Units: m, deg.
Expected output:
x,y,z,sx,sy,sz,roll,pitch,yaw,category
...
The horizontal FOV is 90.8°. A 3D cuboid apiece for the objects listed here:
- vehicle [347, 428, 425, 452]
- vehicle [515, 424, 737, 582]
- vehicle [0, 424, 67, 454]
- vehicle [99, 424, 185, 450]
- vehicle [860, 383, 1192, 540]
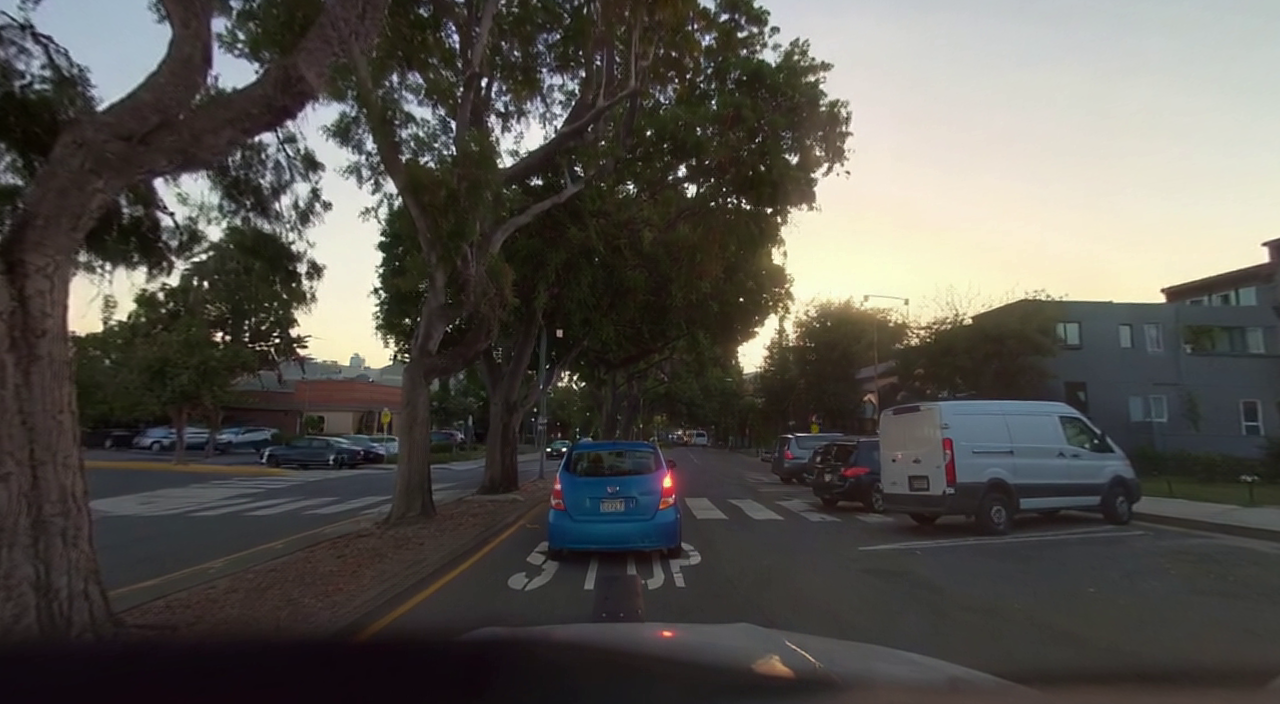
x,y,z,sx,sy,sz,roll,pitch,yaw,category
-18.453,6.428,46.065,4.892,1.679,1.927,1,-9,-6,vehicle
-0.194,1.746,8.220,2.065,1.450,4.522,0,-8,-2,vehicle
-31.832,4.367,31.672,4.168,1.458,1.904,0,-9,-2,vehicle
-31.804,5.455,40.411,3.915,1.574,1.850,0,-9,3,vehicle
6.652,1.821,10.870,5.385,2.146,2.143,4,-9,-25,vehicle
